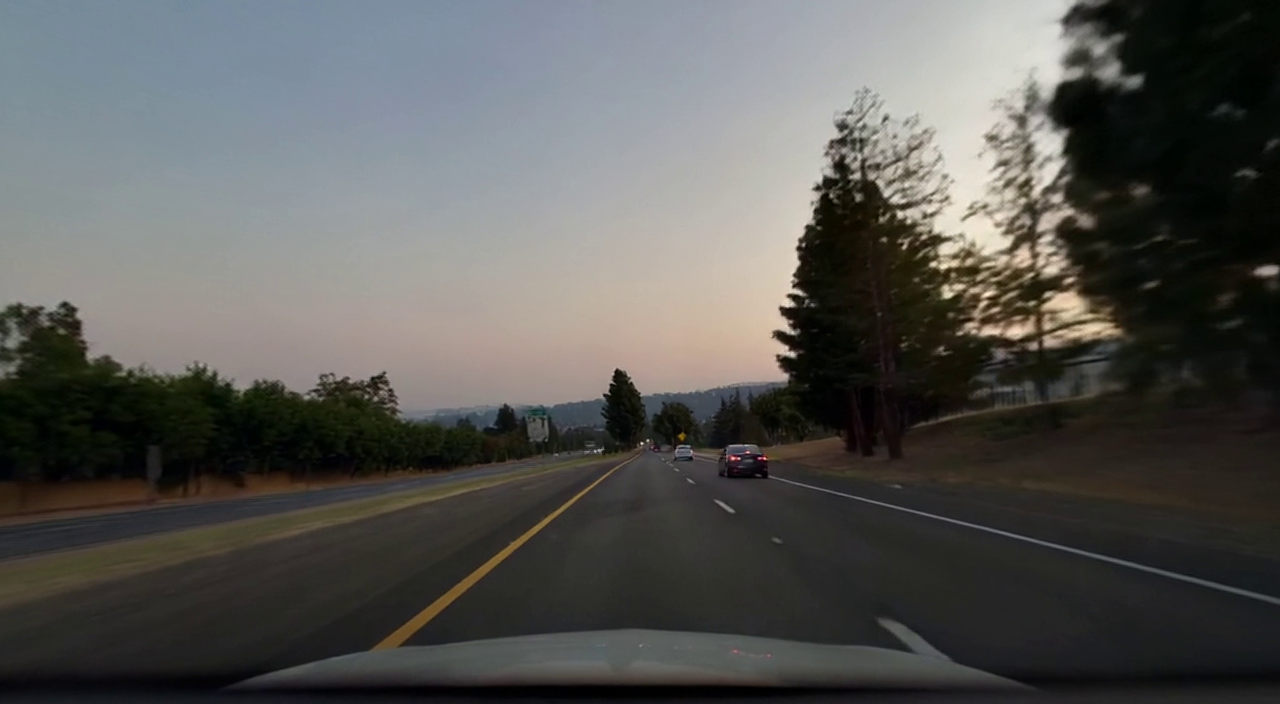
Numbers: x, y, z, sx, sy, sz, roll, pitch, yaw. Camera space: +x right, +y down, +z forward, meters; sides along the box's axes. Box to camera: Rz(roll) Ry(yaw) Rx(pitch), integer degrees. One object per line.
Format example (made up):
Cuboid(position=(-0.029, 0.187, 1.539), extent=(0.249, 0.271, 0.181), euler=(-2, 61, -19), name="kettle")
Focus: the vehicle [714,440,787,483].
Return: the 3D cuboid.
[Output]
Cuboid(position=(4.266, 4.296, 25.087), extent=(2.042, 1.518, 4.477), euler=(0, -8, -1), name="vehicle")
